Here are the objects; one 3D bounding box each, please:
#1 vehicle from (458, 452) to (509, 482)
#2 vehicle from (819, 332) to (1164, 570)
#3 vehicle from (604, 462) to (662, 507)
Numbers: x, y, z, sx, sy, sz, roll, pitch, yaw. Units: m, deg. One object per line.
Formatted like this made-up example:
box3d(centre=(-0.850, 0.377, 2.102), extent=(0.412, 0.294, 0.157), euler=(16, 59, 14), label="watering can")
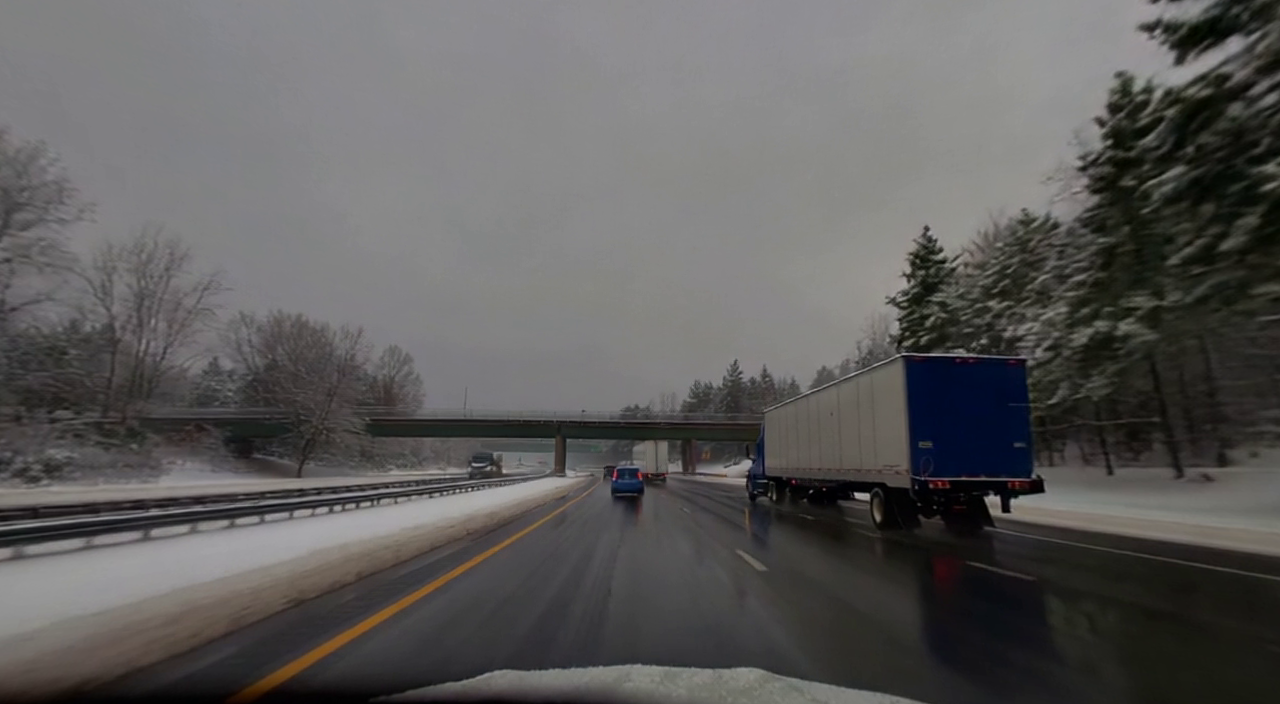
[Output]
box3d(centre=(-10.391, 7.734, 42.277), extent=(1.997, 1.794, 5.701), euler=(1, -11, -1), label="vehicle")
box3d(centre=(6.597, 2.242, 13.937), extent=(2.839, 3.684, 8.091), euler=(1, -11, 0), label="vehicle")
box3d(centre=(-0.253, 5.101, 24.405), extent=(2.067, 1.552, 3.601), euler=(1, -11, -1), label="vehicle")
